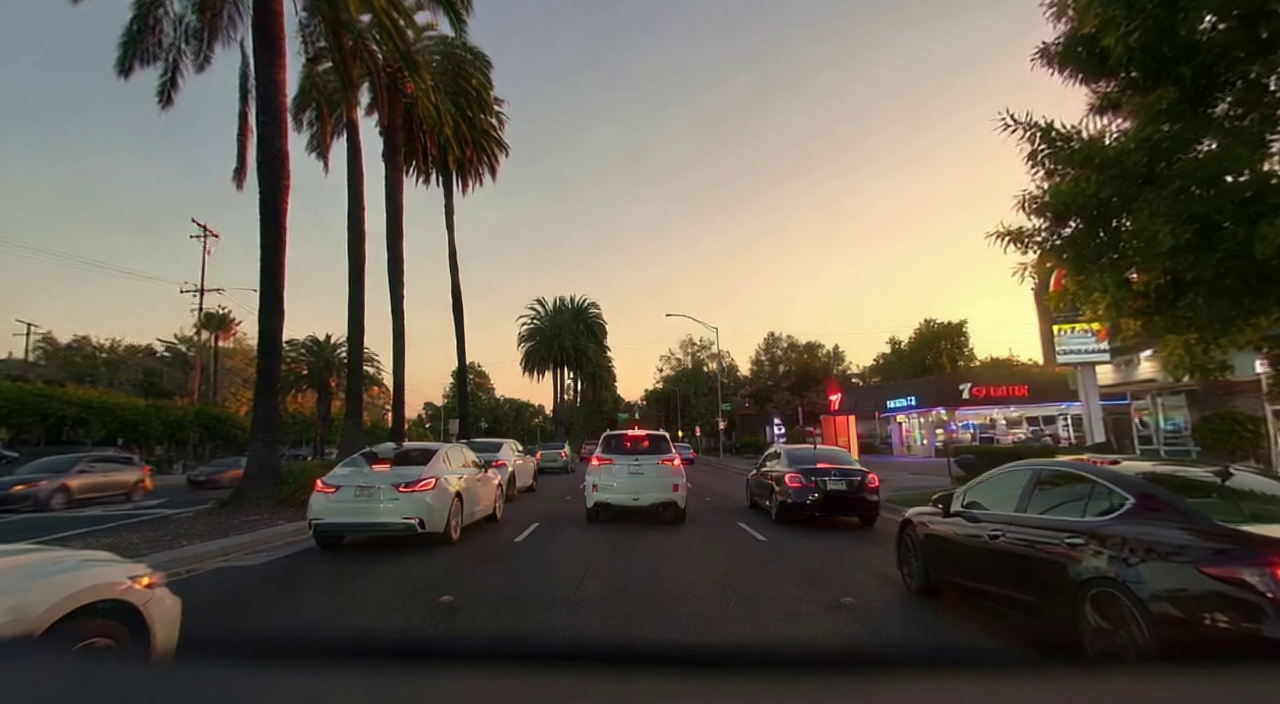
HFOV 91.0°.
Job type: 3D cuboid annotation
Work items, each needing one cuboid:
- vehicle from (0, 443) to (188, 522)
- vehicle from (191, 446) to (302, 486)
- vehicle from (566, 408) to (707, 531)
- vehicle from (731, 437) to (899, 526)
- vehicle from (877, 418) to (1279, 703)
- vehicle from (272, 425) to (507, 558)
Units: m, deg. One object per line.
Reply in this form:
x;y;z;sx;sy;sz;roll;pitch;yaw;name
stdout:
-12.871;2.846;14.336;1.892;1.495;4.372;0;-8;0;vehicle
-16.301;4.712;26.404;1.813;1.480;4.486;0;-8;-1;vehicle
-0.105;2.122;11.895;2.164;1.867;4.254;0;-8;-1;vehicle
3.281;2.514;12.932;1.977;1.480;4.589;0;-8;-2;vehicle
3.583;1.314;4.709;1.867;1.448;4.436;0;-8;0;vehicle
-3.329;1.914;9.382;1.864;1.505;4.202;0;-8;-2;vehicle
